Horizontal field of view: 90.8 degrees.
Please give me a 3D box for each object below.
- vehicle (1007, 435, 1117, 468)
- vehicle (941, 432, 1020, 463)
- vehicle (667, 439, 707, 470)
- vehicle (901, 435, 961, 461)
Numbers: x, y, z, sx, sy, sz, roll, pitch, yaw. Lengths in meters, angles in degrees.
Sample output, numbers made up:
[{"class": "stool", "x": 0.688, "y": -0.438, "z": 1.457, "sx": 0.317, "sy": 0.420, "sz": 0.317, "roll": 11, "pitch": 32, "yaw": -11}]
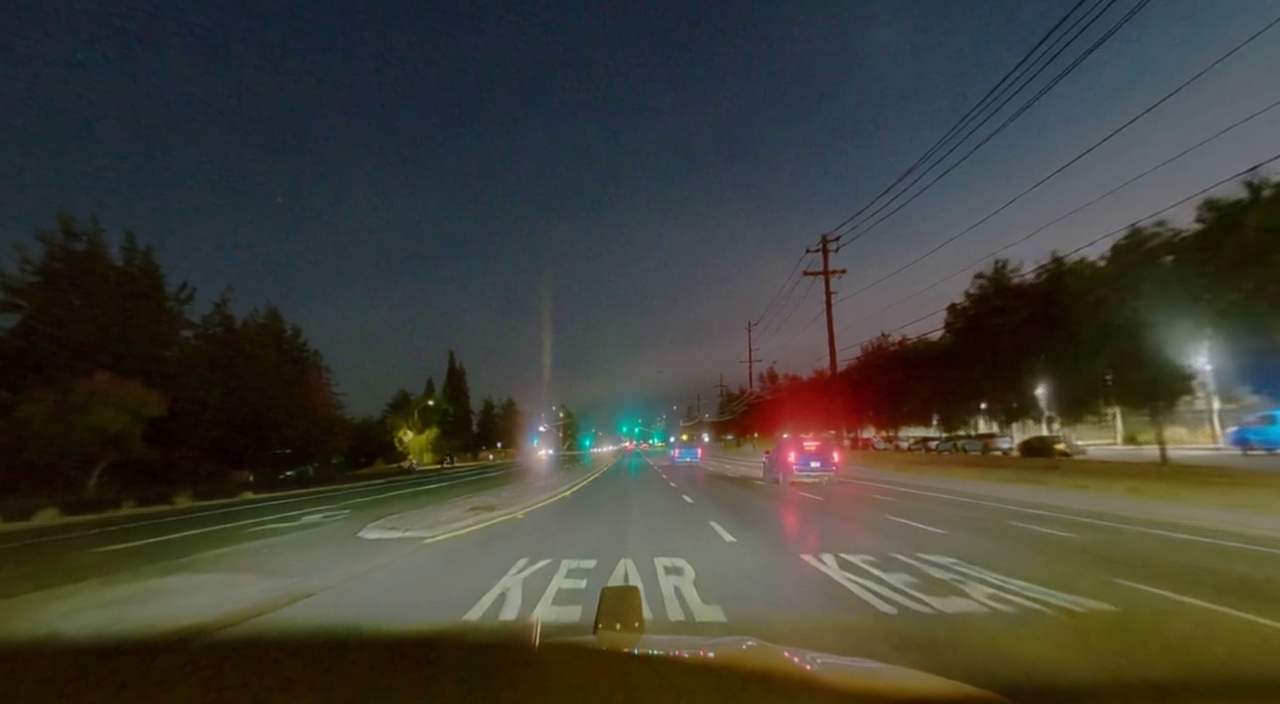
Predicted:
[{"class": "vehicle", "x": 20.131, "y": 4.787, "z": 30.456, "sx": 1.980, "sy": 1.423, "sz": 4.793, "roll": 0, "pitch": -9, "yaw": 0}, {"class": "vehicle", "x": 20.161, "y": 5.673, "z": 37.665, "sx": 1.983, "sy": 1.730, "sz": 4.563, "roll": 0, "pitch": -9, "yaw": -2}, {"class": "vehicle", "x": 2.957, "y": 6.562, "z": 40.592, "sx": 2.086, "sy": 1.803, "sz": 4.607, "roll": 0, "pitch": -9, "yaw": -2}, {"class": "vehicle", "x": 20.125, "y": 6.661, "z": 43.922, "sx": 1.896, "sy": 1.656, "sz": 4.653, "roll": 0, "pitch": -9, "yaw": -1}]
